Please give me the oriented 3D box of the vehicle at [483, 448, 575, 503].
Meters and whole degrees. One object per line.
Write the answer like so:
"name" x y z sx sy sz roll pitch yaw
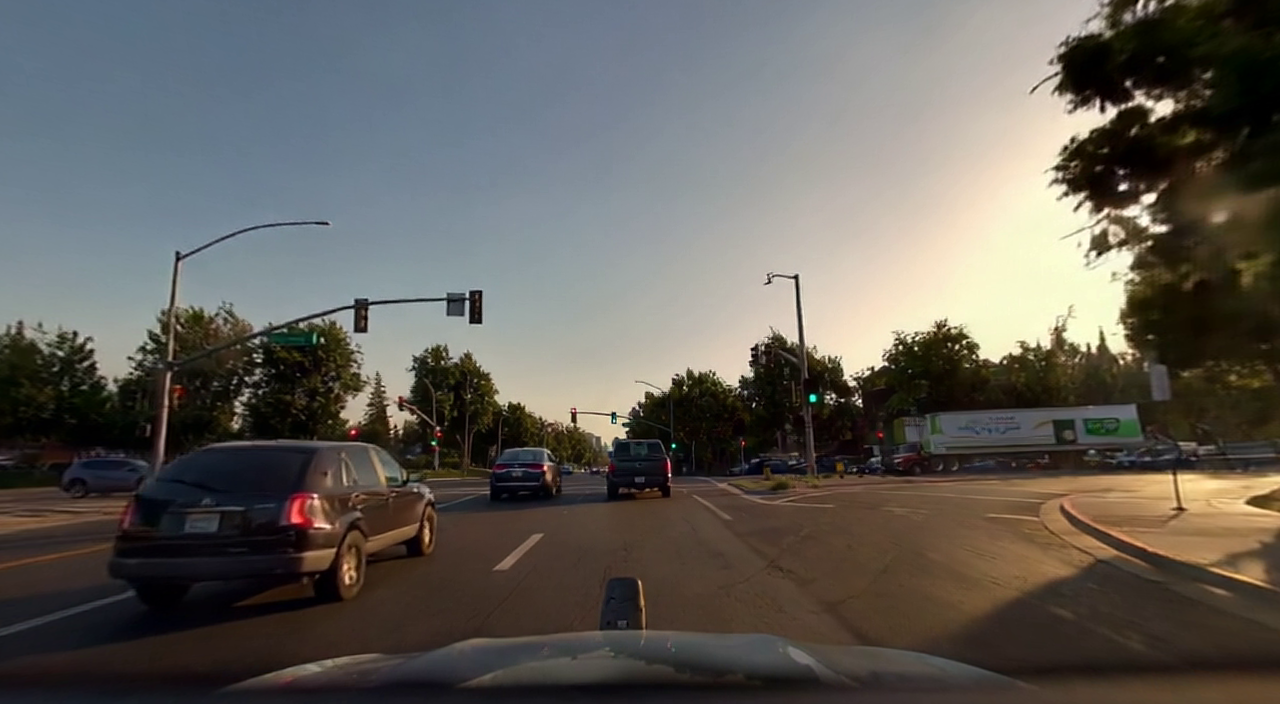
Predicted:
"vehicle" -3.215 3.663 19.208 2.013 1.474 4.393 0 -9 0

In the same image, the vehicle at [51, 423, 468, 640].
"vehicle" -3.194 1.540 6.296 1.960 1.528 3.490 0 -9 0

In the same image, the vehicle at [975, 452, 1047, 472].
"vehicle" 28.706 8.513 48.864 4.365 1.448 1.928 0 -9 0

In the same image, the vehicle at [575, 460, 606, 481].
"vehicle" -3.861 9.309 49.722 2.101 1.443 4.367 0 -9 0

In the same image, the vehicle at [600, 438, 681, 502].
"vehicle" 0.005 3.452 18.845 2.163 1.678 3.846 0 -9 0

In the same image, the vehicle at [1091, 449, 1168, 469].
"vehicle" 37.831 8.249 48.726 4.525 1.468 1.839 1 -9 -5

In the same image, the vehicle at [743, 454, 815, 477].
"vehicle" 10.619 8.733 48.383 4.875 1.473 2.077 -2 -12 -2

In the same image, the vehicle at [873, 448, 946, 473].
"vehicle" 20.756 8.409 48.671 4.585 1.681 2.140 -2 -10 -1
